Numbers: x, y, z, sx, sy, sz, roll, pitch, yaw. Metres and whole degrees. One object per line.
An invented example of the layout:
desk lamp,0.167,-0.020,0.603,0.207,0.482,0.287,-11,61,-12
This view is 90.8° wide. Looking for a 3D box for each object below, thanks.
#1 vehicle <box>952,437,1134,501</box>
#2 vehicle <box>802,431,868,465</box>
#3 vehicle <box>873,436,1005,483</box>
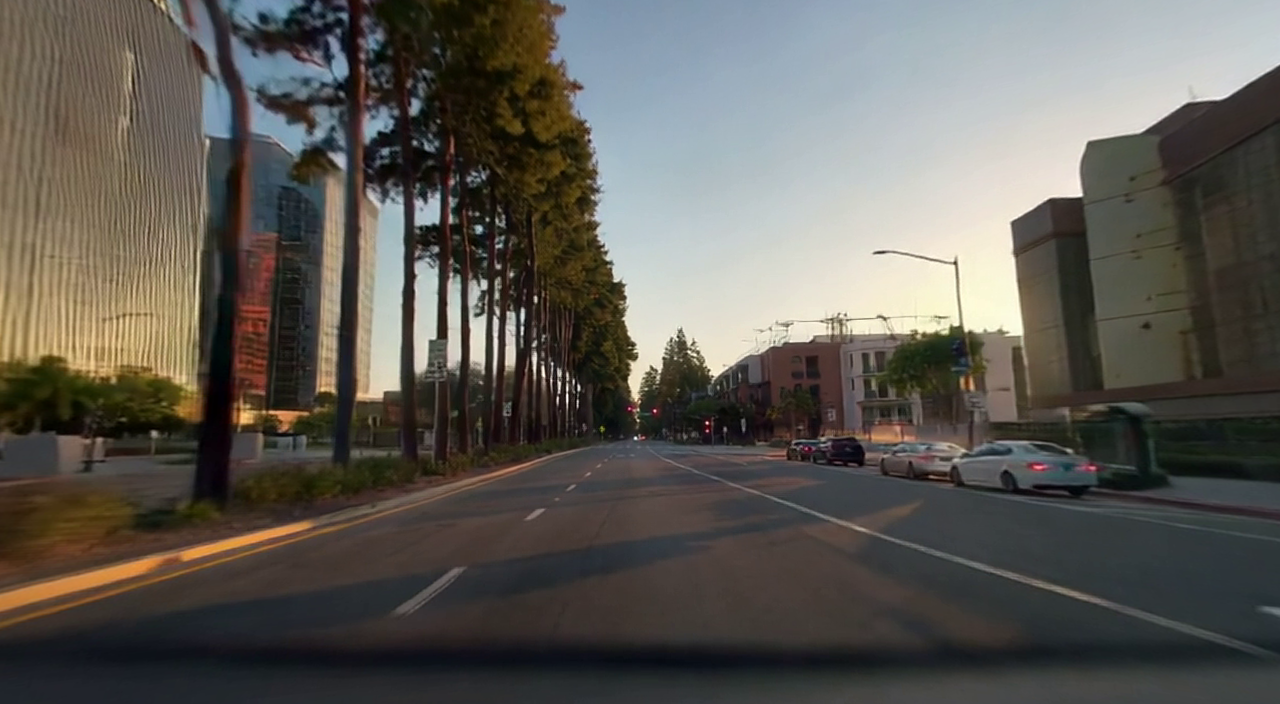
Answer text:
vehicle,10.731,3.134,17.338,1.927,1.489,4.532,0,-9,-1
vehicle,10.521,5.240,34.487,1.947,1.716,4.861,0,-9,-1
vehicle,10.695,3.887,23.123,1.977,1.519,4.953,1,-9,-6
